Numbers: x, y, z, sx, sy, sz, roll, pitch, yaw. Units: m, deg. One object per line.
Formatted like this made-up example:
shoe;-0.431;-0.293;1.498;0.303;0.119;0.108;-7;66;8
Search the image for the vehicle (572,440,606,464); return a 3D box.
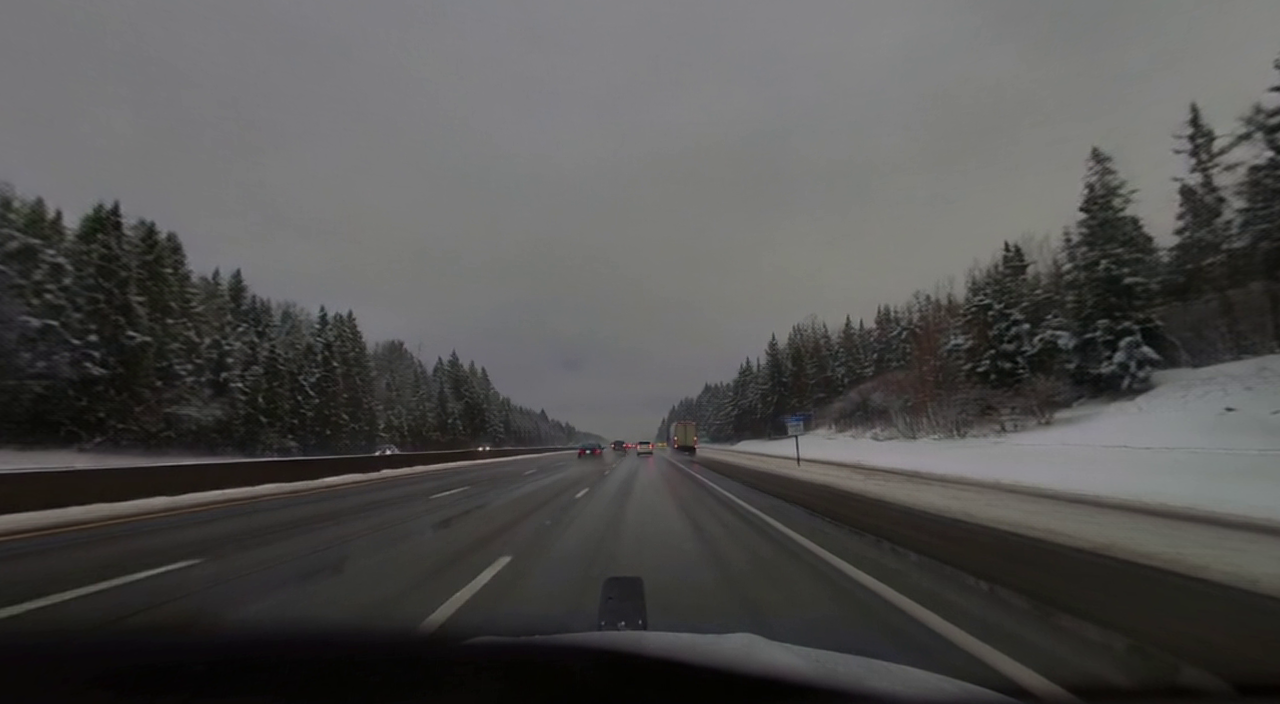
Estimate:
vehicle;-3.464;6.897;43.634;2.025;1.571;3.662;0;-9;1
